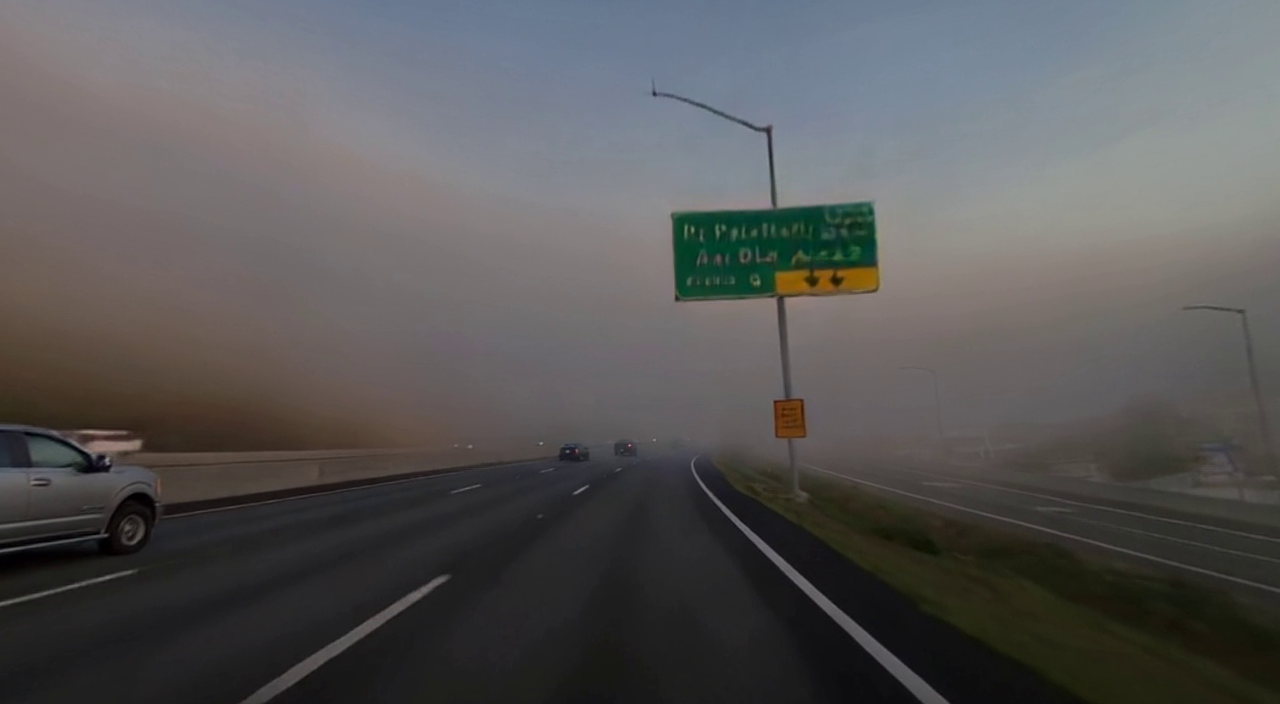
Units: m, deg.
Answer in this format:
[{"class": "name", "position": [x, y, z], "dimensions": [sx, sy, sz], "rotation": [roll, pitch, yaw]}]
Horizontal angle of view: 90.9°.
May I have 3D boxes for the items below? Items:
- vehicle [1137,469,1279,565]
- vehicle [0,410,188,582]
[{"class": "vehicle", "position": [26.321, 7.089, 28.055], "dimensions": [2.749, 3.380, 6.690], "rotation": [0, -8, -1]}, {"class": "vehicle", "position": [-7.071, 1.366, 5.952], "dimensions": [1.923, 1.630, 4.857], "rotation": [0, -8, 1]}]
